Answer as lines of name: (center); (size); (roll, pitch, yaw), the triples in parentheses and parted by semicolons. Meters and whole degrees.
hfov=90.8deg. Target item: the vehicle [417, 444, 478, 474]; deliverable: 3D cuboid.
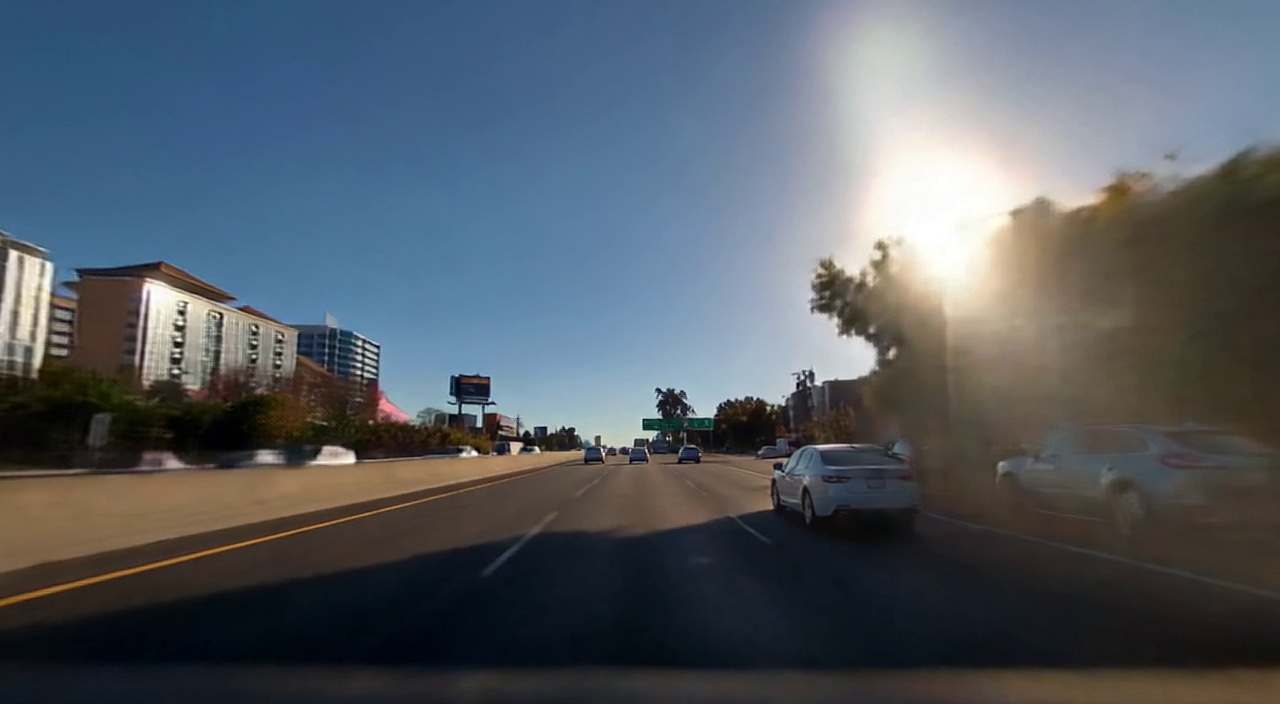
vehicle: (-11.536, 6.424, 38.222); (2.031, 1.625, 5.415); (0, -9, 0)

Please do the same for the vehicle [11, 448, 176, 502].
vehicle: (-17.957, 4.014, 21.080); (1.835, 1.592, 4.076); (0, -9, -1)

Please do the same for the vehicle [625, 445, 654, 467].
vehicle: (-0.117, 8.192, 49.895); (2.191, 1.685, 4.015); (0, -9, -1)

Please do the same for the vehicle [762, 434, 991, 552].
vehicle: (3.529, 2.183, 10.534); (1.987, 1.509, 4.512); (0, -9, -1)

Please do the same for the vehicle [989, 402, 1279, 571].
vehicle: (7.624, 1.812, 9.250); (2.176, 1.793, 4.841); (0, -9, -1)

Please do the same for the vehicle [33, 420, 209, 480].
vehicle: (-35.883, 6.907, 44.644); (2.924, 3.683, 11.318); (0, -9, -1)

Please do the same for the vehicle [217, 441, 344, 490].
vehicle: (-13.311, 4.214, 23.812); (2.009, 1.635, 4.827); (0, -9, -1)
